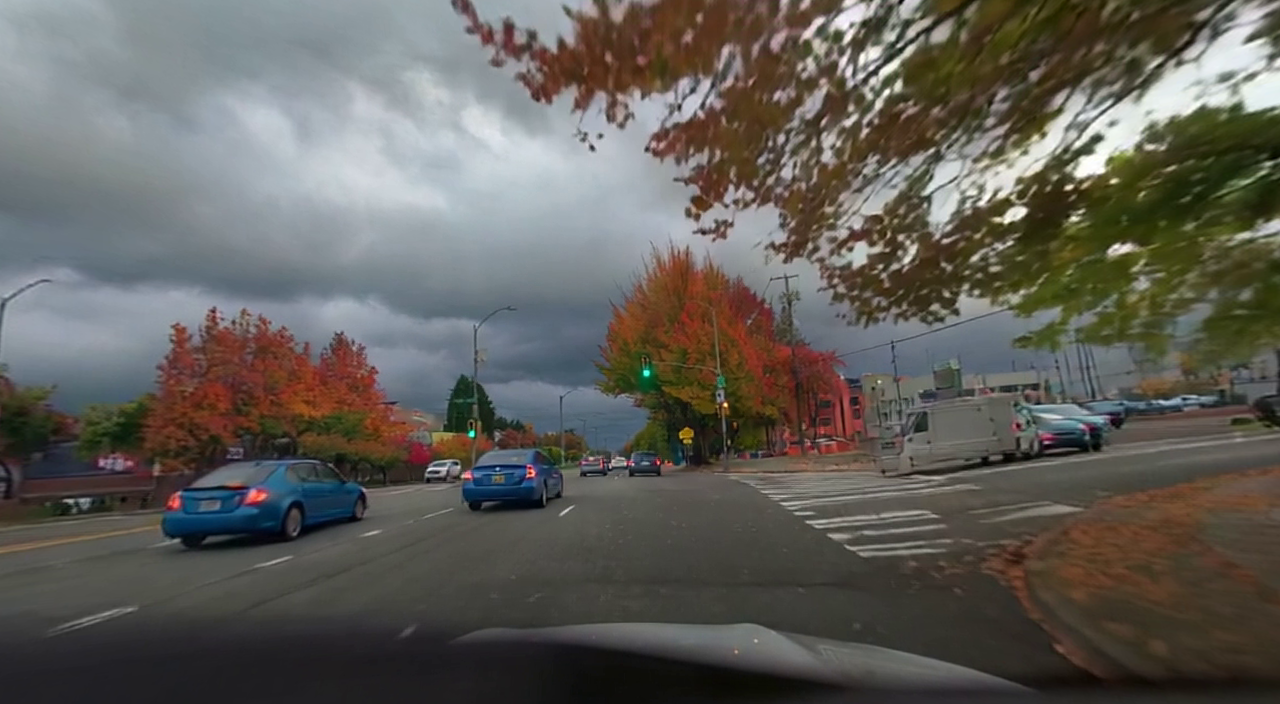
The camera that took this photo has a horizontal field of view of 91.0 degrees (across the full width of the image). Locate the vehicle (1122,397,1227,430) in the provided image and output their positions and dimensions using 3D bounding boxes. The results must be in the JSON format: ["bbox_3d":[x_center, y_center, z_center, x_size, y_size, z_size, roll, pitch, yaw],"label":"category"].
[{"bbox_3d":[32.775,3.843,38.764,1.936,1.662,4.334,1,-9,-26],"label":"vehicle"}]

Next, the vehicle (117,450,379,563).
[{"bbox_3d":[-6.676,2.608,11.460,1.932,1.596,4.247,0,-9,1],"label":"vehicle"}]

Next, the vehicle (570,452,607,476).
[{"bbox_3d":[-3.475,7.652,43.310,2.068,1.482,4.490,0,-9,2],"label":"vehicle"}]

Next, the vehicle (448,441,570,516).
[{"bbox_3d":[-3.210,3.198,16.510,2.085,1.663,4.513,0,-9,2],"label":"vehicle"}]

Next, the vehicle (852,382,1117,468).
[{"bbox_3d":[10.013,2.222,18.747,6.464,2.280,2.483,1,-9,-4],"label":"vehicle"}]

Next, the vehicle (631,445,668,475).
[{"bbox_3d":[0.520,6.544,38.485,2.144,1.704,4.028,1,-9,-1],"label":"vehicle"}]
